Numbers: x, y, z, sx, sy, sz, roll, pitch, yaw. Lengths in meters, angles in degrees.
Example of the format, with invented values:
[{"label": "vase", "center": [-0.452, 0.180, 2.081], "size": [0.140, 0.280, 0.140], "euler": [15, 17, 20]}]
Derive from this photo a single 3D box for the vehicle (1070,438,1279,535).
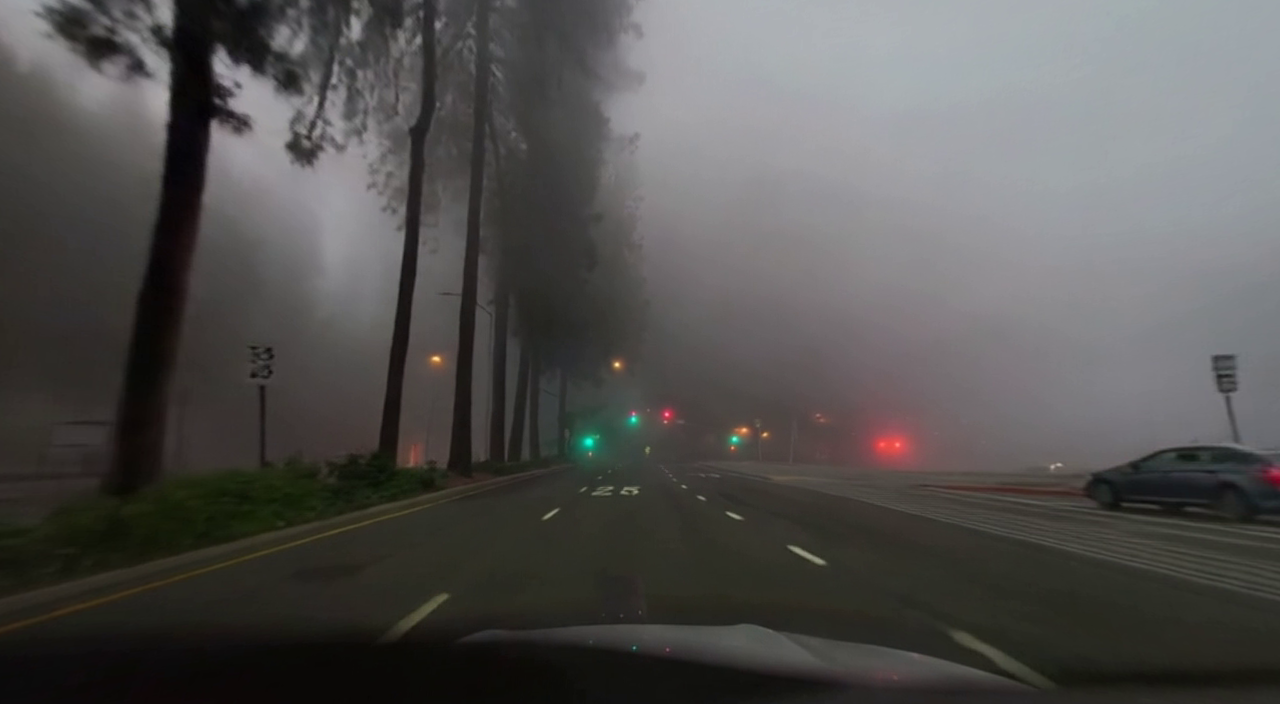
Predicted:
[{"label": "vehicle", "center": [10.952, 2.437, 12.162], "size": [2.043, 1.491, 4.627], "euler": [0, -9, 0]}]
